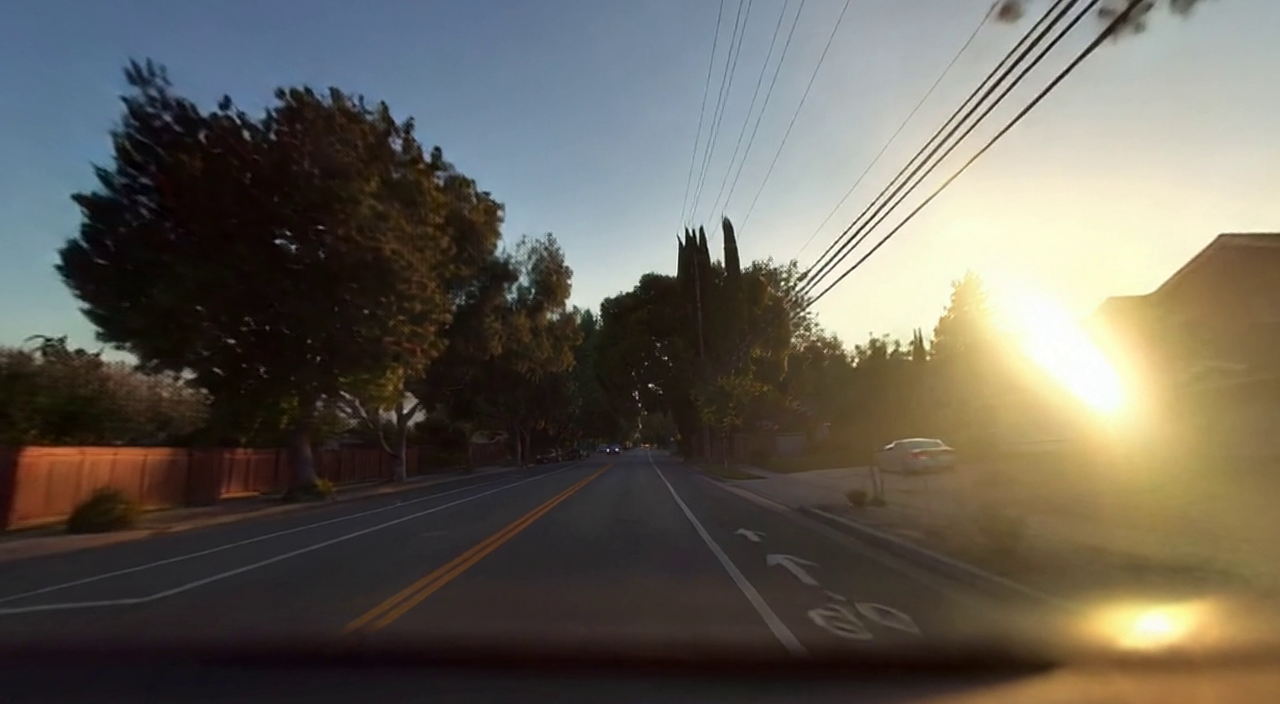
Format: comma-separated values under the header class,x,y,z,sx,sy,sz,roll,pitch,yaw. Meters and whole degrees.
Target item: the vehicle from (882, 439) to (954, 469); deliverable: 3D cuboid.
class,x,y,z,sx,sy,sz,roll,pitch,yaw
vehicle,14.672,5.375,33.620,1.810,1.470,4.551,0,-8,0
